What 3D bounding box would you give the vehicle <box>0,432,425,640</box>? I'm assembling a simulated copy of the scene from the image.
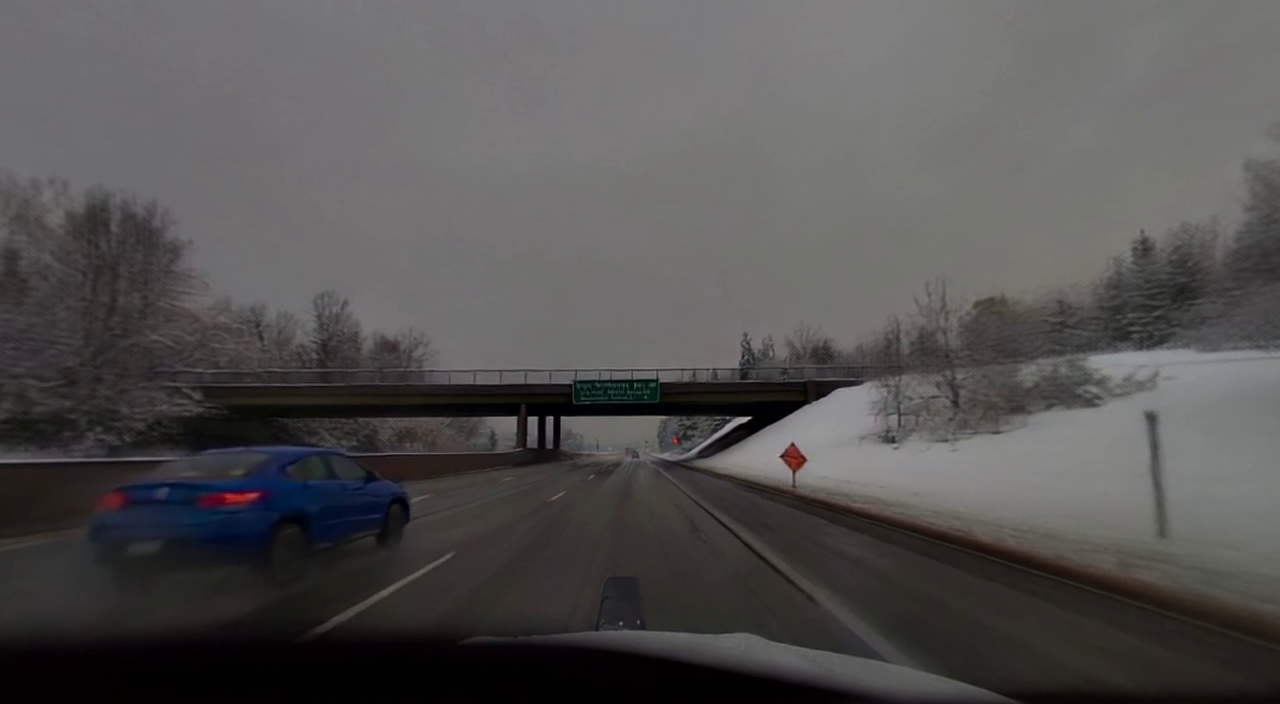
[{"bbox_3d":[-4.043,1.675,6.750,1.992,1.504,4.117,0,-9,0],"label":"vehicle"}]
